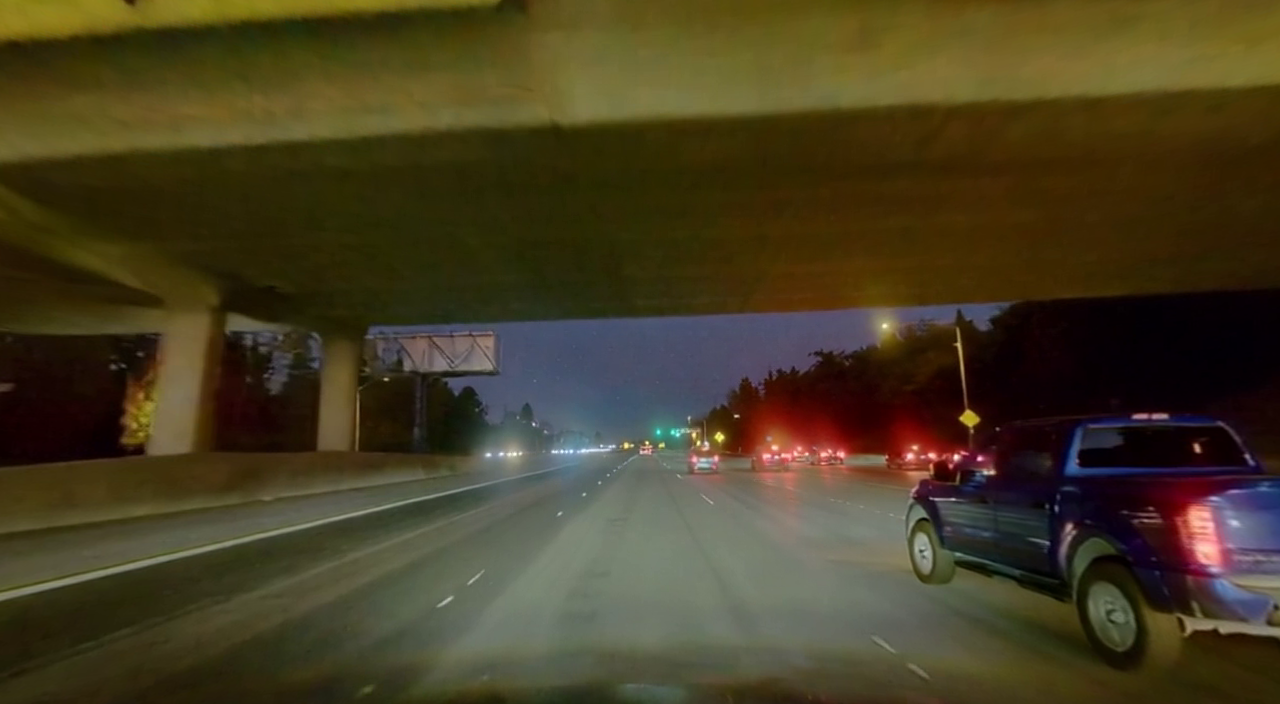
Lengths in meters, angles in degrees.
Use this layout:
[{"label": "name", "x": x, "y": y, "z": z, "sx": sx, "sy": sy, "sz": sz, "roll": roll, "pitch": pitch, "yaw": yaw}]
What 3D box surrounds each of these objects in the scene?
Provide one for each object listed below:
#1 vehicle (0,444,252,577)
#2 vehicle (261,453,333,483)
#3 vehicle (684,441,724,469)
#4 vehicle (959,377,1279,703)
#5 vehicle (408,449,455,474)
[{"label": "vehicle", "x": -8.052, "y": 2.131, "z": 9.359, "sx": 1.920, "sy": 1.491, "sz": 4.155, "roll": 0, "pitch": -8, "yaw": 0}, {"label": "vehicle", "x": -22.045, "y": 7.441, "z": 40.774, "sx": 1.958, "sy": 1.738, "sz": 4.621, "roll": 0, "pitch": -8, "yaw": 1}, {"label": "vehicle", "x": 3.934, "y": 6.388, "z": 39.367, "sx": 2.014, "sy": 1.643, "sz": 4.039, "roll": 0, "pitch": -8, "yaw": -1}, {"label": "vehicle", "x": 3.240, "y": 0.805, "z": 1.839, "sx": 2.119, "sy": 1.524, "sz": 4.807, "roll": 0, "pitch": -8, "yaw": 0}, {"label": "vehicle", "x": -15.182, "y": 7.967, "z": 46.146, "sx": 1.923, "sy": 1.659, "sz": 4.334, "roll": 0, "pitch": -8, "yaw": 1}]
